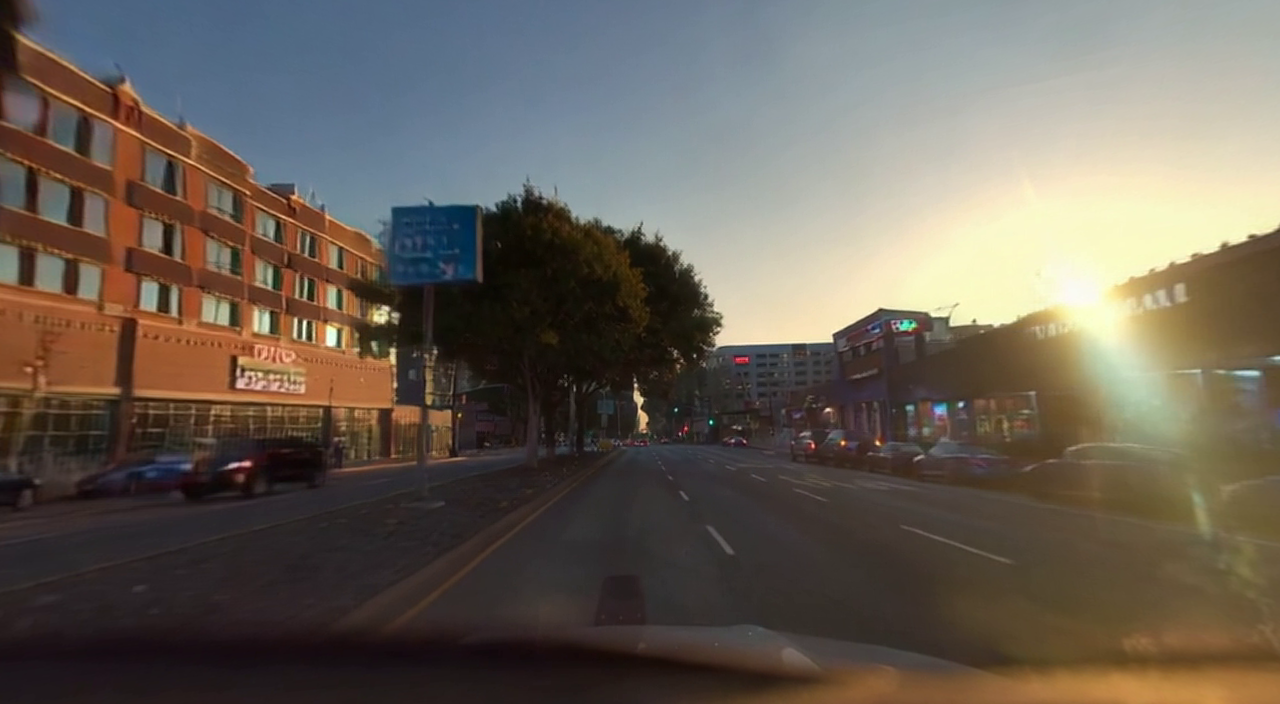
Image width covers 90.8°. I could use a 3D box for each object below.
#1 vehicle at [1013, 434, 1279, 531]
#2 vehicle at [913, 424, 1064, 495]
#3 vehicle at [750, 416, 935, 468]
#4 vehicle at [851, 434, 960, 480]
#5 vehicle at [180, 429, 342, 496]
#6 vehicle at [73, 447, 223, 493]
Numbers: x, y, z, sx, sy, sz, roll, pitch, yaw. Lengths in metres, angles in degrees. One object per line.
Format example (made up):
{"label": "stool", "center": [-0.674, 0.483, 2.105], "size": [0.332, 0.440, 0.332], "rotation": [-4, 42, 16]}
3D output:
{"label": "vehicle", "center": [9.785, 2.412, 12.353], "size": [1.913, 1.492, 4.787], "rotation": [0, -9, -2]}
{"label": "vehicle", "center": [9.936, 3.108, 18.467], "size": [1.925, 1.808, 4.255], "rotation": [0, -9, 0]}
{"label": "vehicle", "center": [9.820, 4.467, 30.582], "size": [6.552, 2.004, 6.229], "rotation": [-10, -13, 38]}
{"label": "vehicle", "center": [9.751, 3.906, 23.686], "size": [1.876, 1.511, 4.726], "rotation": [0, -9, -2]}
{"label": "vehicle", "center": [-10.966, 3.237, 18.772], "size": [2.027, 1.722, 4.471], "rotation": [0, -9, 0]}
{"label": "vehicle", "center": [-17.996, 4.296, 23.443], "size": [1.951, 1.524, 4.409], "rotation": [0, -9, 1]}
